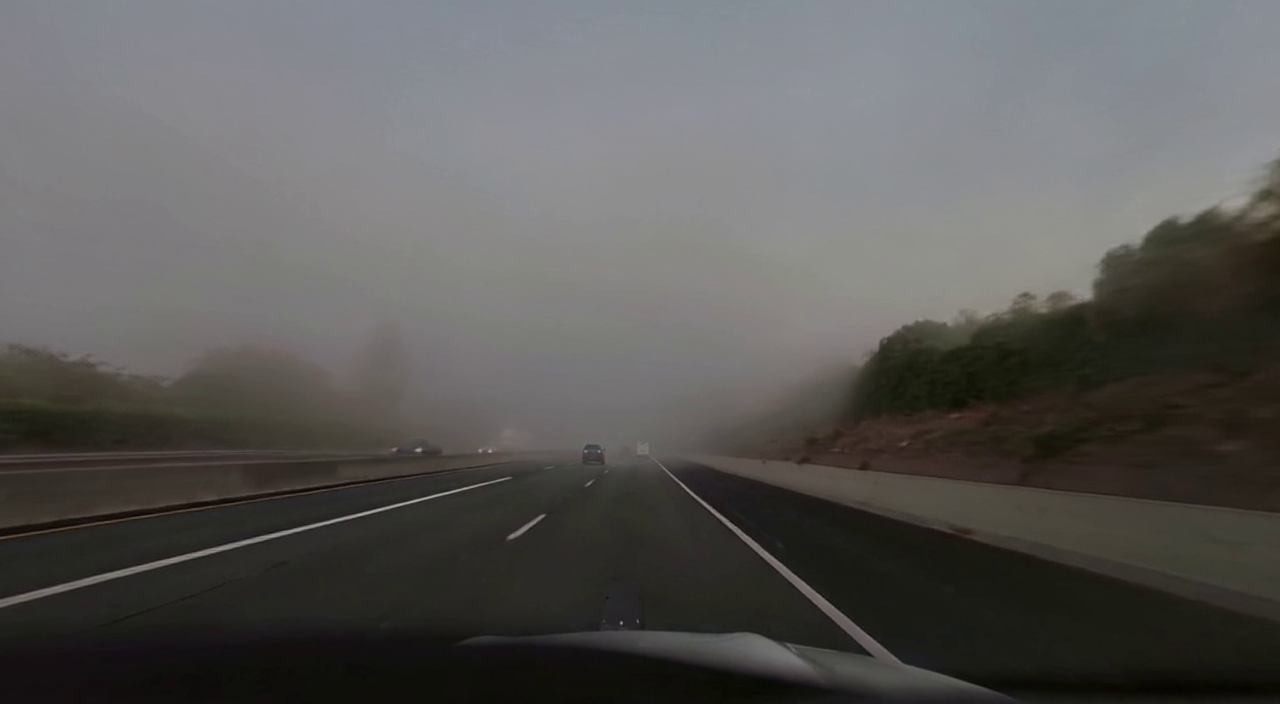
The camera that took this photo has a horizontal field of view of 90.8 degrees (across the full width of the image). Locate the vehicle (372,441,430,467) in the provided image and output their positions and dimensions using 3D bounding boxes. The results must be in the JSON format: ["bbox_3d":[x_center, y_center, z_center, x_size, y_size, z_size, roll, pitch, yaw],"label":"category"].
[{"bbox_3d":[-15.454,6.633,41.129,2.003,1.528,4.634,0,-9,0],"label":"vehicle"}]

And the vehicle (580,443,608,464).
[{"bbox_3d":[-3.541,7.915,49.150,1.921,1.536,3.920,0,-9,0],"label":"vehicle"}]
